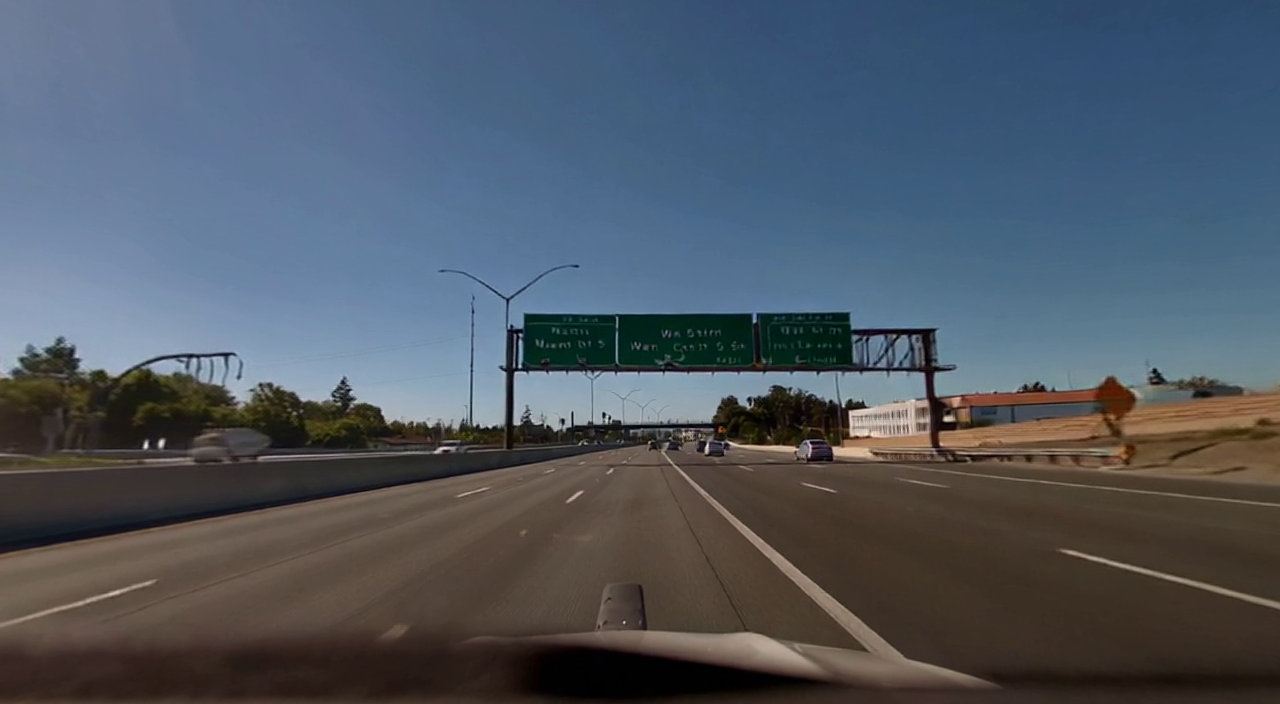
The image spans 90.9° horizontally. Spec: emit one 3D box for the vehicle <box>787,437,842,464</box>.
[{"bbox_3d":[10.496,5.951,38.348,2.000,1.514,4.585,0,-8,0],"label":"vehicle"}]
